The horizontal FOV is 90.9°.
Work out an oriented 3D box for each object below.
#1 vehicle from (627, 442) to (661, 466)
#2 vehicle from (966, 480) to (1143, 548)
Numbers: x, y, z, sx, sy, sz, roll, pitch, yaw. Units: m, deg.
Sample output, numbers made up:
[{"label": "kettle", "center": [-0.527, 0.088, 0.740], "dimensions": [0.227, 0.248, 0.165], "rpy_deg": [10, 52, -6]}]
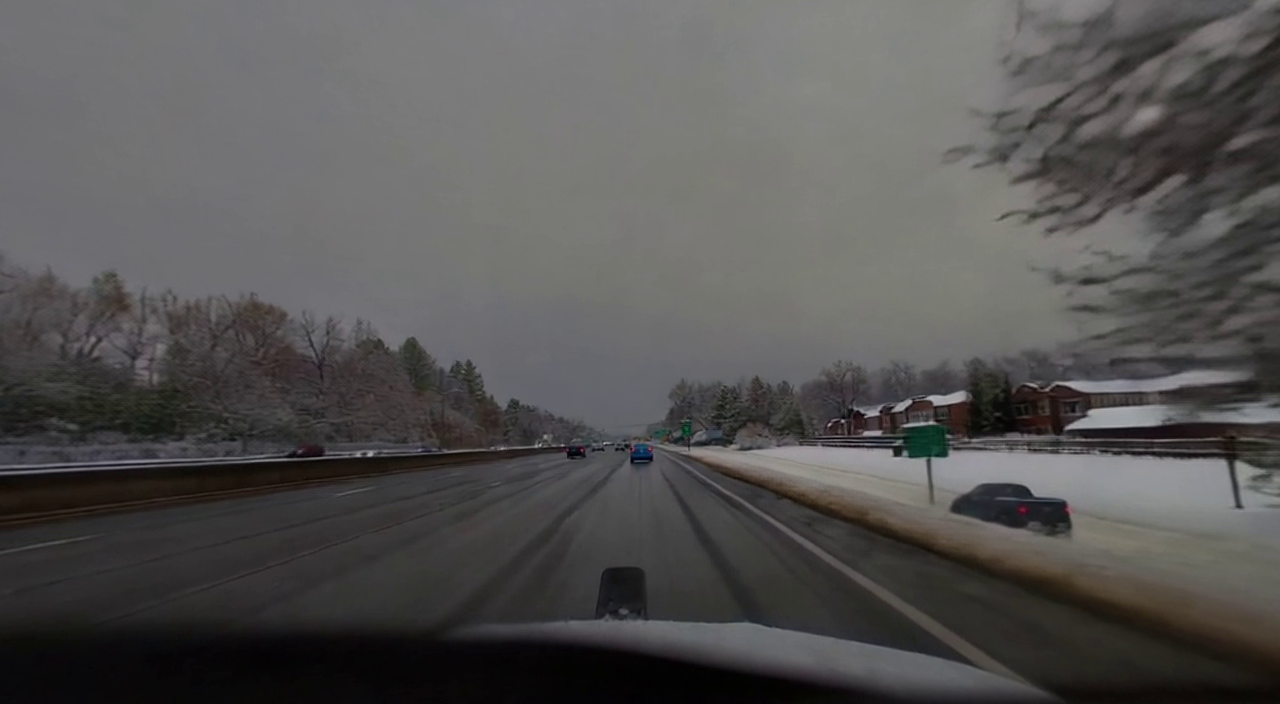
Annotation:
[{"label": "vehicle", "center": [0.263, 6.546, 40.595], "dimensions": [2.051, 1.443, 3.770], "rpy_deg": [-1, -8, 1]}, {"label": "vehicle", "center": [16.036, 6.255, 25.002], "dimensions": [2.599, 1.962, 5.759], "rpy_deg": [1, -8, -7]}]
